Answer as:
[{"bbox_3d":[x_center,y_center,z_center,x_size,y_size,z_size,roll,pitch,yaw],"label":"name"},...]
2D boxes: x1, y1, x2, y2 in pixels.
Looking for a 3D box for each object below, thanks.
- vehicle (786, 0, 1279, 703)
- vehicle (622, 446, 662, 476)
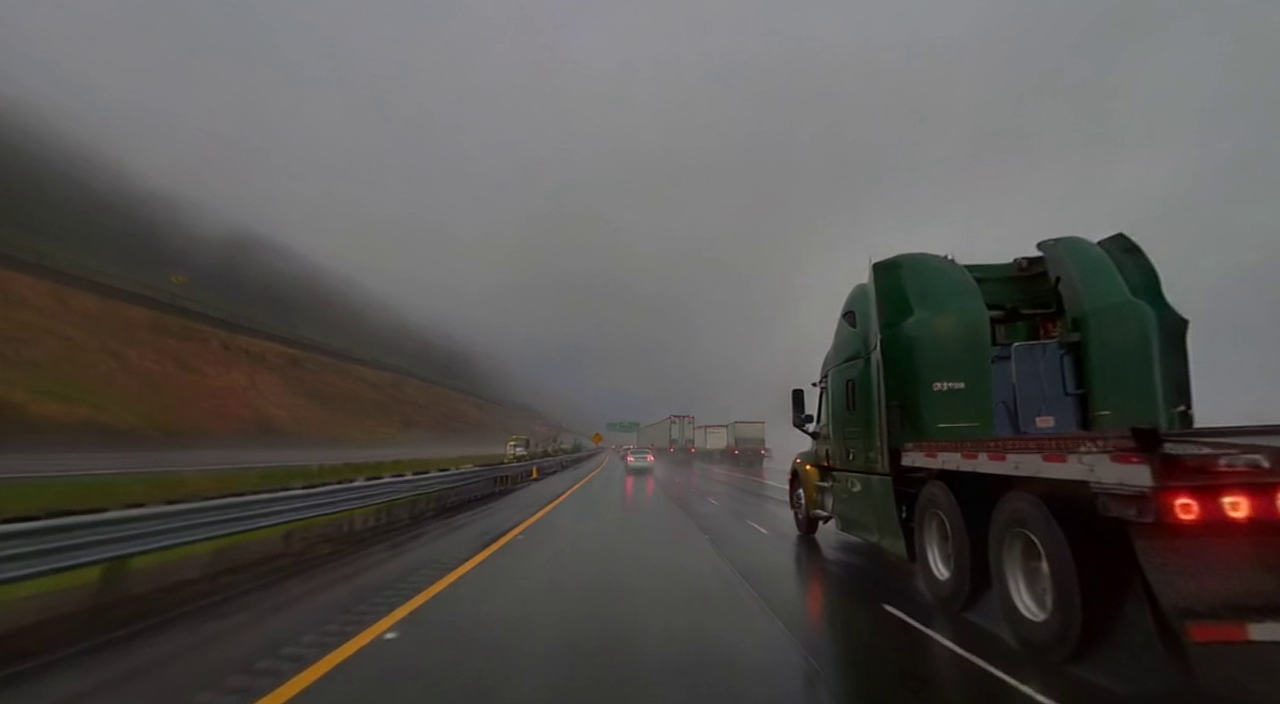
[{"bbox_3d":[3.671,0.286,6.009,2.990,3.934,6.180,0,-9,0],"label":"vehicle"},{"bbox_3d":[0.055,5.463,31.792,1.927,1.437,3.794,0,-9,-1],"label":"vehicle"}]
